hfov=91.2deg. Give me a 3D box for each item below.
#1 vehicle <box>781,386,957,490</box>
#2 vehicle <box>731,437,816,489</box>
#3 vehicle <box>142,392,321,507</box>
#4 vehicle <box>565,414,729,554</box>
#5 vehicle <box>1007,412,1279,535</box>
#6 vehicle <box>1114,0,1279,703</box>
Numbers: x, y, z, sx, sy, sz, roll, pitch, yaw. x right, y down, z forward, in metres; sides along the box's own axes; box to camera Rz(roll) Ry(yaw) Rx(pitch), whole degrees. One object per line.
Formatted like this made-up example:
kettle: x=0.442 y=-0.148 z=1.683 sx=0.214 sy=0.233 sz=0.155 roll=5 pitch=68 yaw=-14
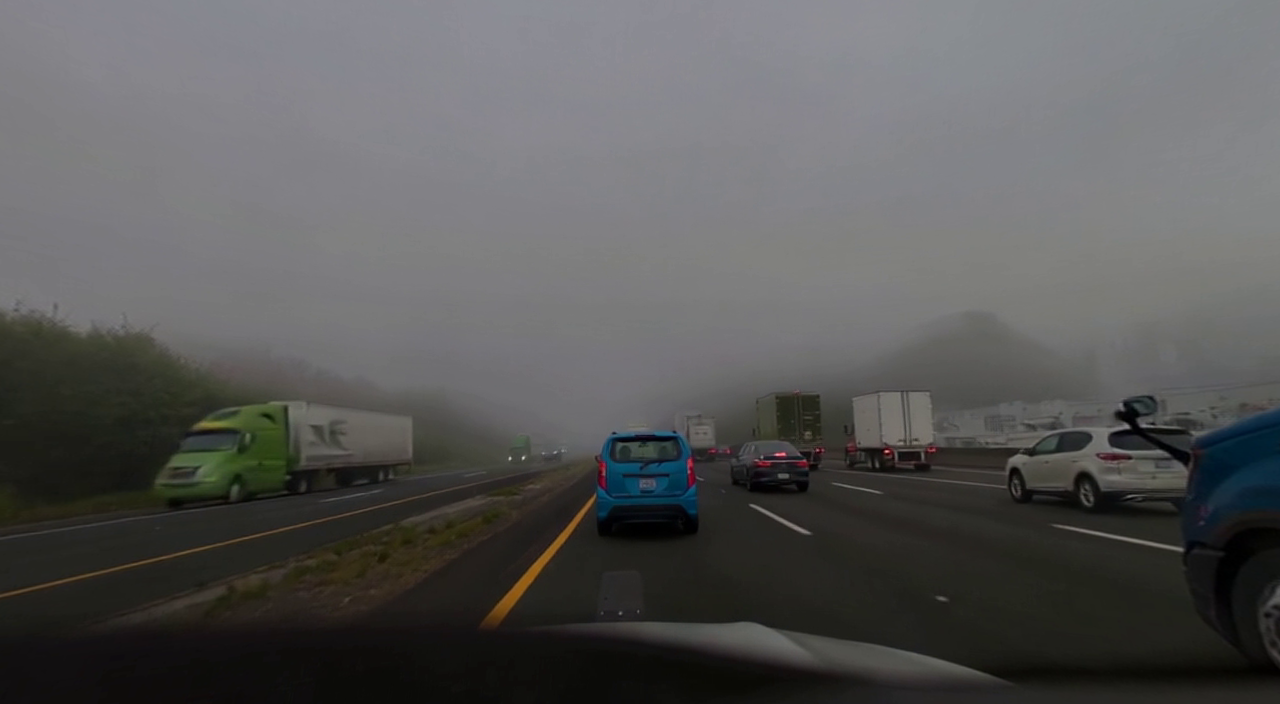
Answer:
vehicle: x=8.257 y=3.457 z=24.679 sx=2.799 sy=3.188 sz=10.578 roll=0 pitch=-9 yaw=-1
vehicle: x=4.207 y=3.565 z=20.358 sx=1.859 sy=1.512 sz=3.711 roll=0 pitch=-9 yaw=-1
vehicle: x=-15.967 y=3.896 z=25.208 sx=2.984 sy=4.020 sz=5.983 roll=0 pitch=-9 yaw=0
vehicle: x=0.102 y=1.860 z=9.331 sx=1.965 sy=1.664 sz=3.428 roll=-1 pitch=-9 yaw=1
vehicle: x=8.604 y=1.989 z=10.789 sx=1.913 sy=1.652 sz=4.384 roll=-1 pitch=-9 yaw=1
vehicle: x=4.219 y=-0.361 z=0.368 sx=2.987 sy=3.877 sz=5.881 roll=0 pitch=-9 yaw=0
